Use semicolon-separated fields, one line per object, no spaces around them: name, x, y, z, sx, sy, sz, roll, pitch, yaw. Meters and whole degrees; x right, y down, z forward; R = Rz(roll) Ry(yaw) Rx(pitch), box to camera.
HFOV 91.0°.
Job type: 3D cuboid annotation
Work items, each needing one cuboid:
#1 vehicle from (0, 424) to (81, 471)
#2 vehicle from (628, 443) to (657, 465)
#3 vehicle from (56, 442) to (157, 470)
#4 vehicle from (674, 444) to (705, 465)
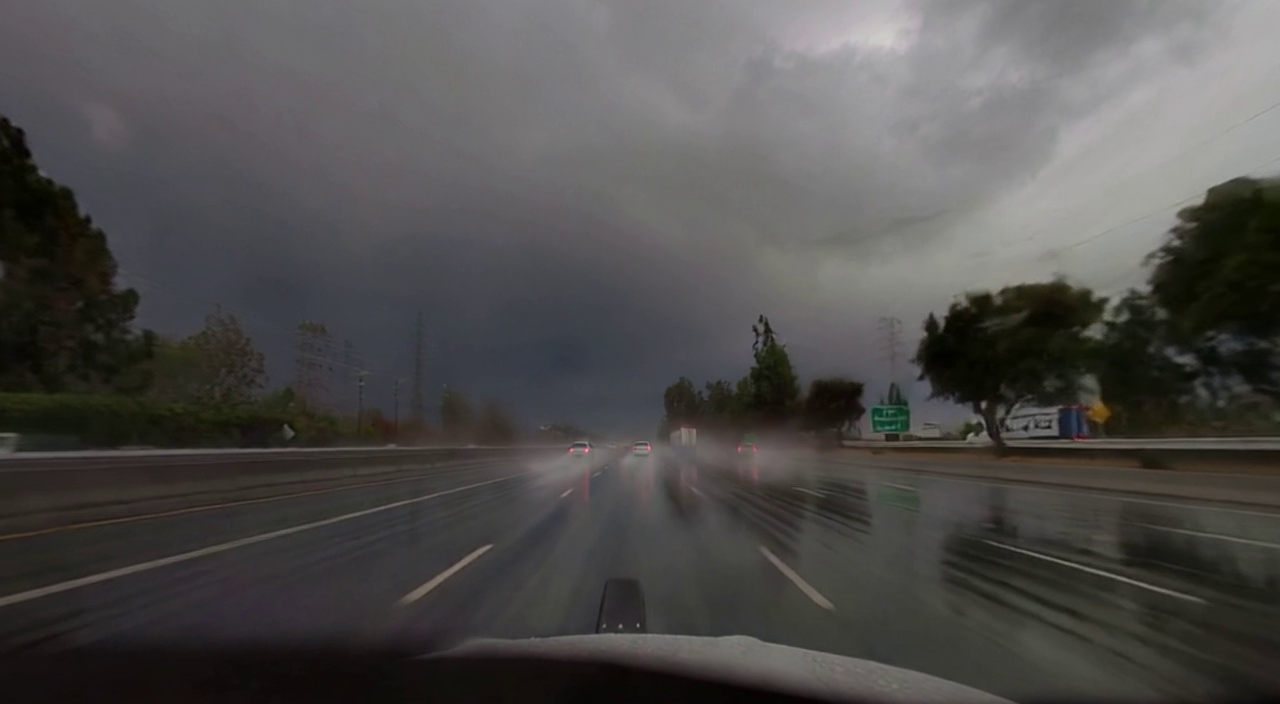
vehicle;-35.495;5.348;35.274;2.723;2.454;5.915;0;-9;2
vehicle;0.167;7.583;46.839;2.066;1.562;4.198;0;-9;0
vehicle;-31.806;6.191;37.763;1.945;1.577;4.555;0;-9;2
vehicle;3.800;7.905;48.726;2.076;1.506;4.050;0;-9;0
